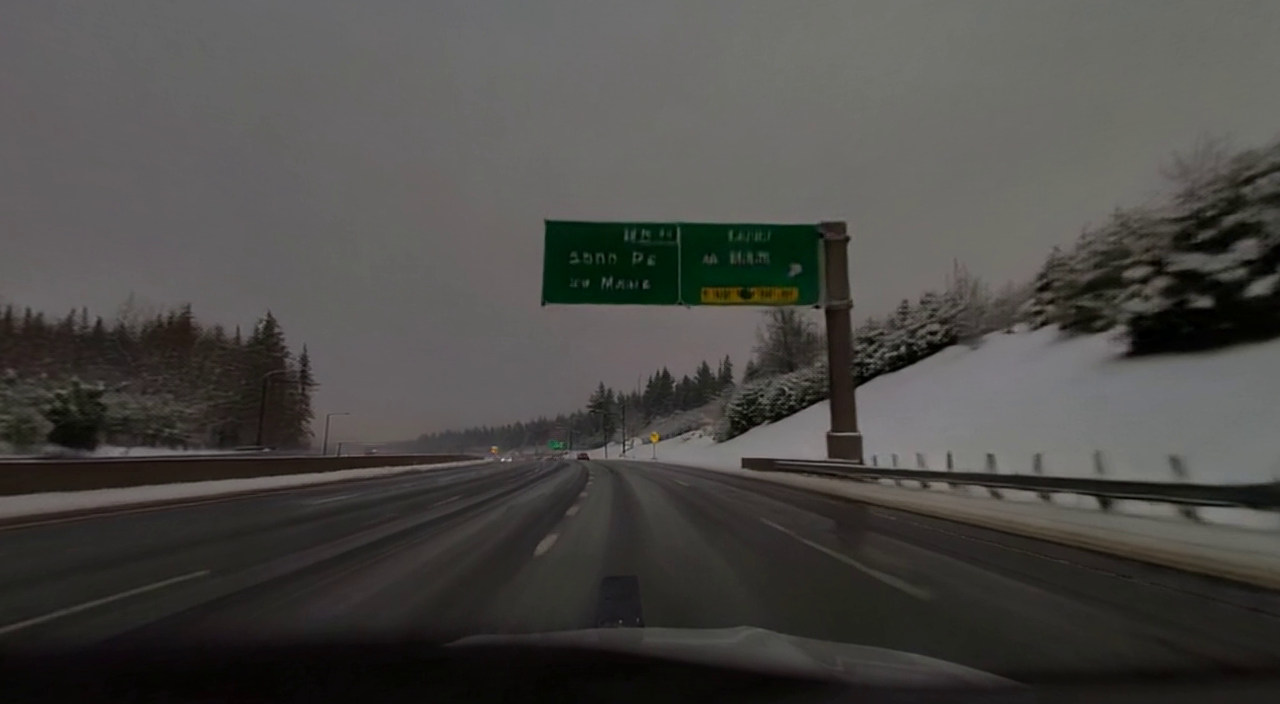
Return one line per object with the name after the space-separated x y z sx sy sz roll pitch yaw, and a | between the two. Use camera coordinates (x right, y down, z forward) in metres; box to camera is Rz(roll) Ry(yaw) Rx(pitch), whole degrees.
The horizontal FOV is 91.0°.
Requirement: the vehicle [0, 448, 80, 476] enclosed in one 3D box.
-38.829 6.968 40.235 1.954 1.665 4.692 0 -9 -3 | vehicle
